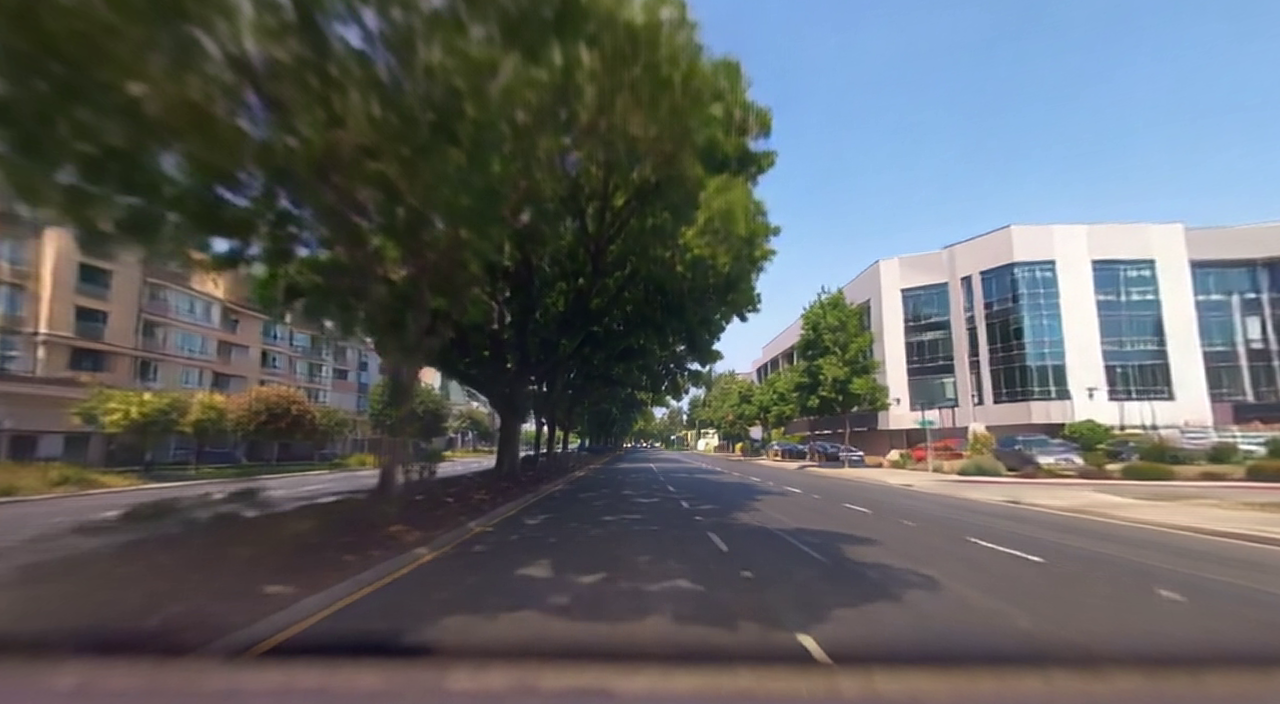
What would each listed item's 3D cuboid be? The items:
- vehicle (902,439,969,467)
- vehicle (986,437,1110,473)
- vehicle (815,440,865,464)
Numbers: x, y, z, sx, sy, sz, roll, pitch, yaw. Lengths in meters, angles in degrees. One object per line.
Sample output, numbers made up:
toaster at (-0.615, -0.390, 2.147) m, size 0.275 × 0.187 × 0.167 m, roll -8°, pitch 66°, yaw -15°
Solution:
vehicle at (18.719, 6.456, 40.302) m, size 1.947 × 1.667 × 4.347 m, roll 1°, pitch -9°, yaw -3°
vehicle at (20.160, 5.122, 31.380) m, size 4.661 × 1.710 × 2.127 m, roll 0°, pitch -9°, yaw -1°
vehicle at (15.421, 7.735, 48.936) m, size 2.006 × 1.683 × 4.643 m, roll 1°, pitch -9°, yaw -4°
